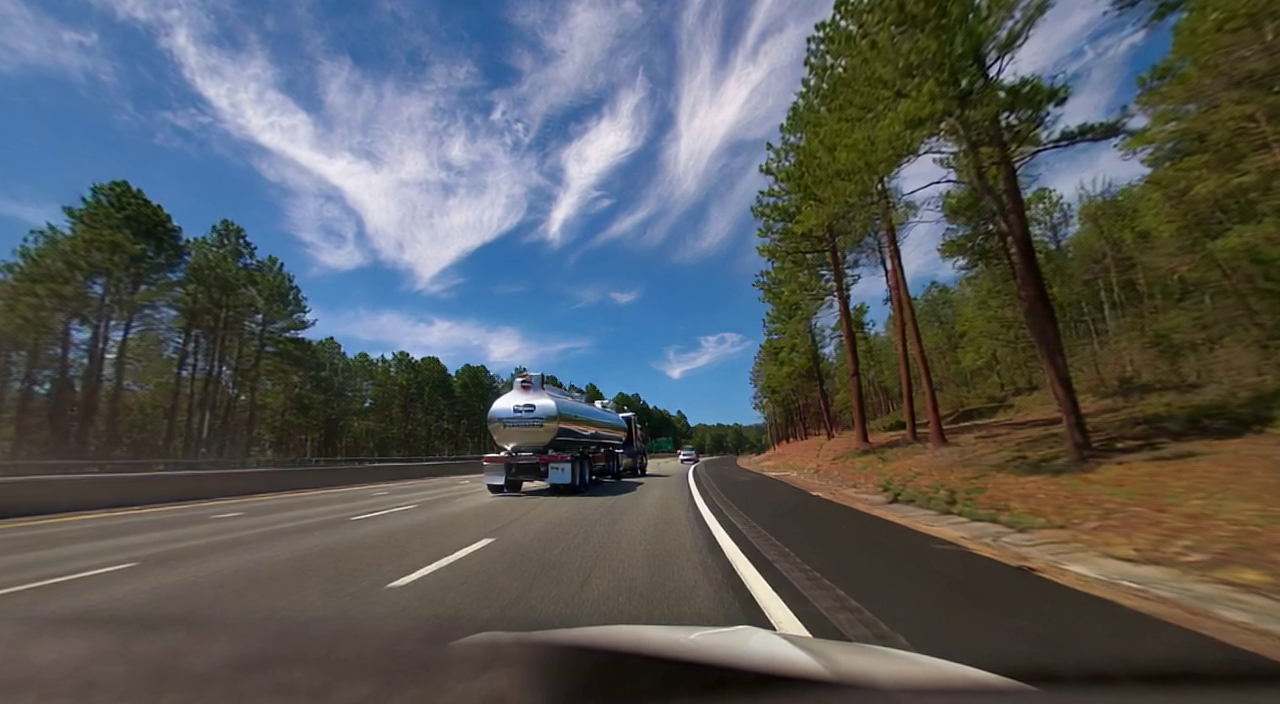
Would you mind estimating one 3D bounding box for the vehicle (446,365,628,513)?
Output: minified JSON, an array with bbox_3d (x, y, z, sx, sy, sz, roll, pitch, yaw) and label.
[{"bbox_3d":[-2.770,3.155,22.842,2.907,3.747,13.318,-1,-8,7],"label":"vehicle"}]
